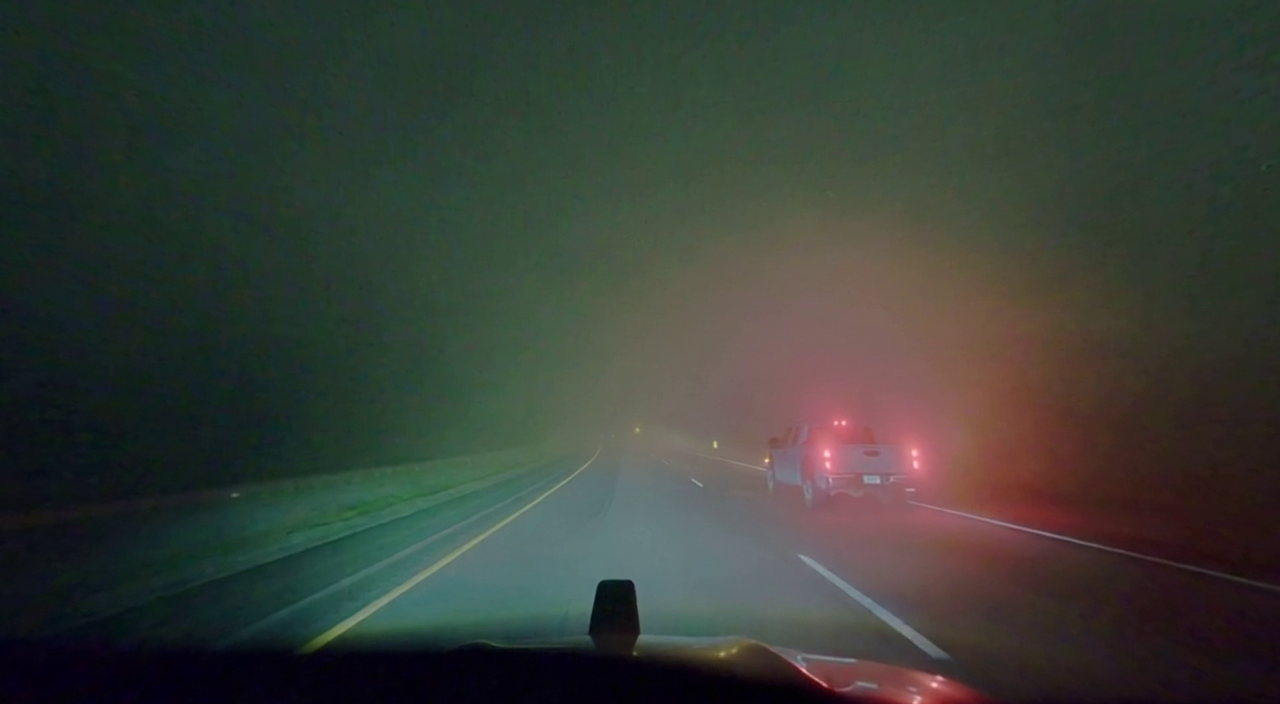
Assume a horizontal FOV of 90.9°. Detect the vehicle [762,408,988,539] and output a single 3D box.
[{"bbox_3d":[3.432,1.835,10.207,1.941,1.655,4.137,0,-8,-2],"label":"vehicle"}]
